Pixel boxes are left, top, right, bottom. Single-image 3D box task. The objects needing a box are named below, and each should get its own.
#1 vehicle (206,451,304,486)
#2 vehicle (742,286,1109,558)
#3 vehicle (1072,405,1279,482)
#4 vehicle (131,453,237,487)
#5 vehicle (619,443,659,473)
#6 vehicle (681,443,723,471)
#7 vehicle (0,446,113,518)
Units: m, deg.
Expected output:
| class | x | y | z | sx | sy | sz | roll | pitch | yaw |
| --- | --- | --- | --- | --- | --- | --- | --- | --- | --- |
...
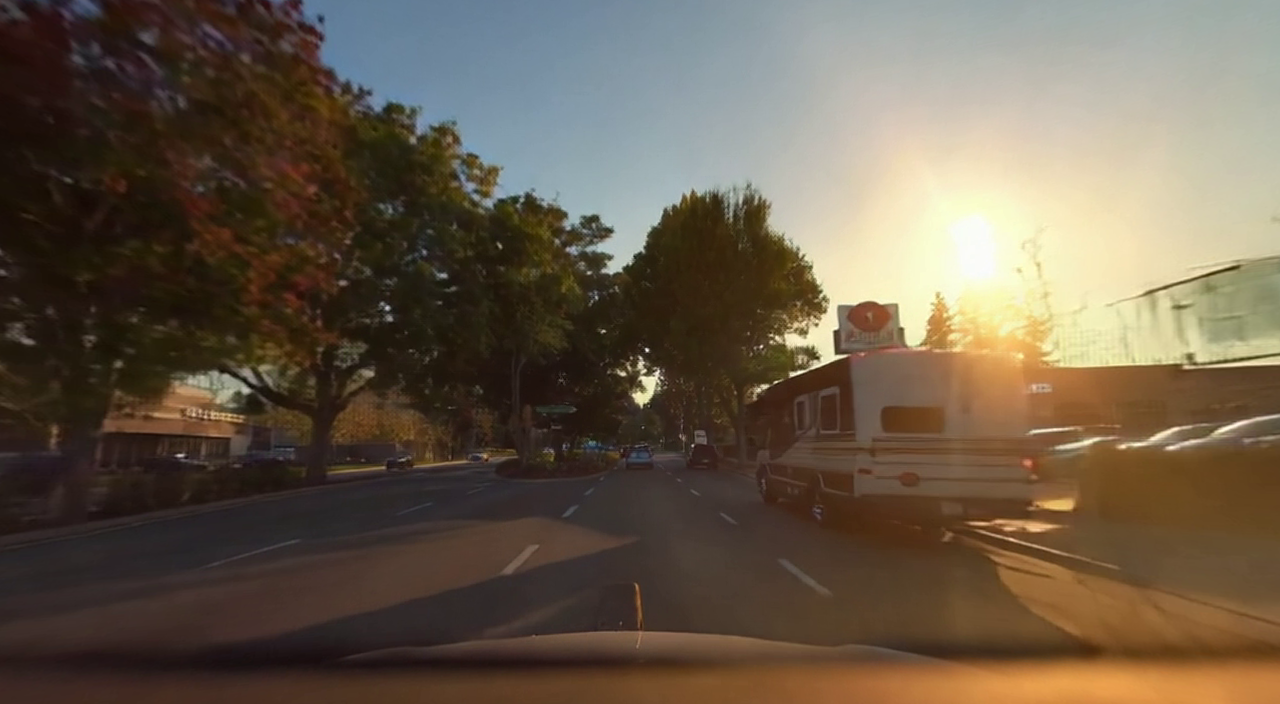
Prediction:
| class | x | y | z | sx | sy | sz | roll | pitch | yaw |
| --- | --- | --- | --- | --- | --- | --- | --- | --- | --- |
| vehicle | -18.091 | 5.461 | 29.978 | 1.889 | 1.507 | 4.388 | 0 | -9 | 0 |
| vehicle | 4.004 | 1.429 | 11.491 | 2.924 | 3.250 | 7.780 | -1 | -9 | 0 |
| vehicle | 14.110 | 2.405 | 16.512 | 4.312 | 1.647 | 1.921 | -9 | -10 | 29 |
| vehicle | -25.437 | 6.568 | 35.579 | 2.013 | 1.744 | 5.354 | 0 | -9 | -1 |
| vehicle | -0.094 | 5.925 | 35.463 | 2.103 | 1.506 | 4.742 | 0 | -9 | -1 |
| vehicle | 3.887 | 6.692 | 40.385 | 2.060 | 1.611 | 4.675 | 0 | -9 | -2 |
| vehicle | -14.801 | 2.926 | 14.339 | 2.028 | 1.535 | 4.217 | 0 | -9 | 0 |
